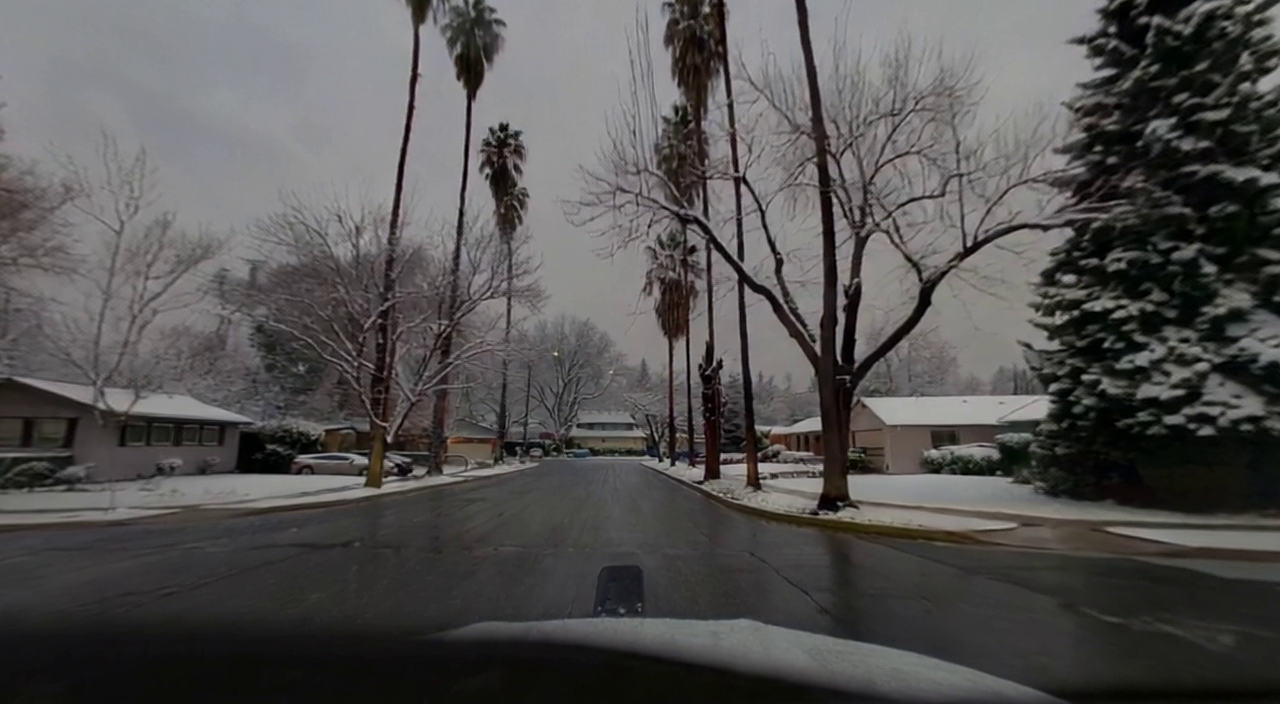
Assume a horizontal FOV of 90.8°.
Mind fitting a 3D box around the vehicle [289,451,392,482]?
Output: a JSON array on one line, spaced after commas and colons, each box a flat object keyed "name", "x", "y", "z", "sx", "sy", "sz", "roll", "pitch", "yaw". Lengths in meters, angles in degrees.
[{"name": "vehicle", "x": -15.757, "y": 6.036, "z": 33.431, "sx": 4.358, "sy": 1.516, "sz": 2.077, "roll": 1, "pitch": -9, "yaw": -4}]
